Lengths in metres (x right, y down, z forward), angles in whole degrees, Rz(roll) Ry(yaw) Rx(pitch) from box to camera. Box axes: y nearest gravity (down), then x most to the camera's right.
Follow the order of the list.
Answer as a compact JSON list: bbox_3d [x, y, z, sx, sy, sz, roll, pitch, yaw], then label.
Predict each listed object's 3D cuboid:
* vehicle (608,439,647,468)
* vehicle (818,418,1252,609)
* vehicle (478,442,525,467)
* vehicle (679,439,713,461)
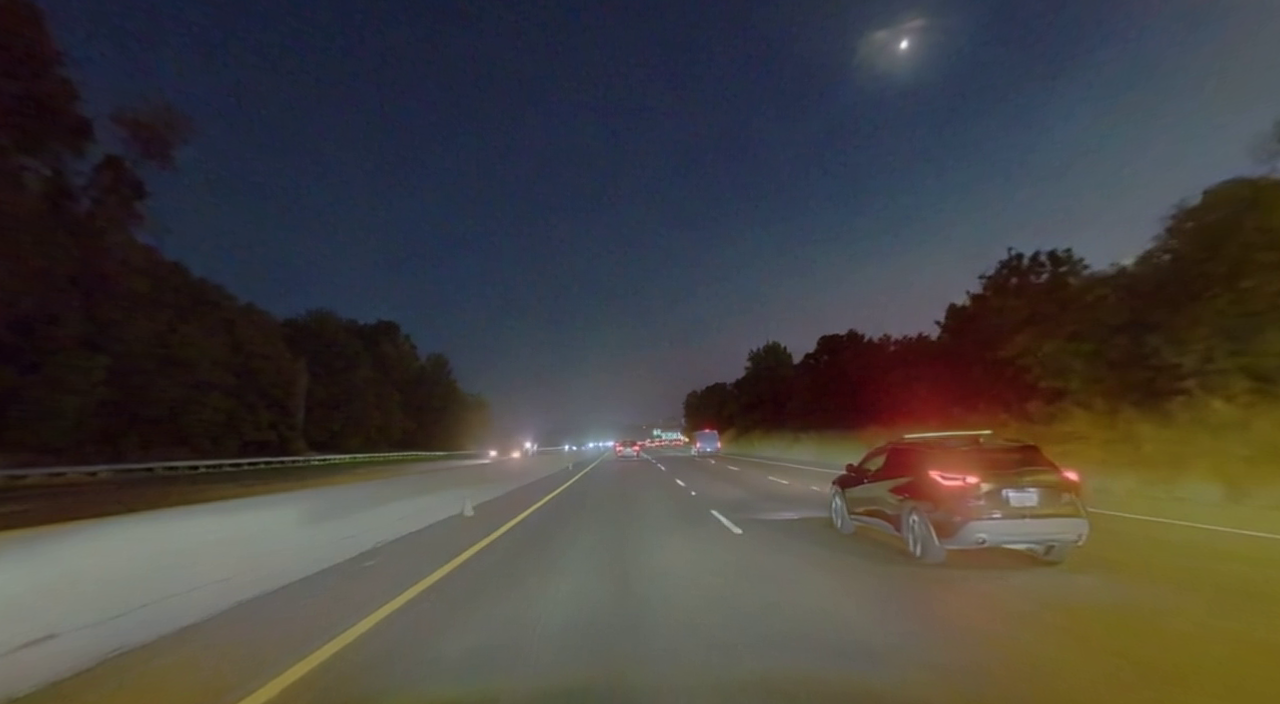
[{"bbox_3d":[-0.702,5.675,35.520,2.055,1.466,4.317,0,-8,-1],"label":"vehicle"},{"bbox_3d":[3.819,1.607,7.429,1.961,1.495,4.743,0,-8,-1],"label":"vehicle"},{"bbox_3d":[-8.849,6.590,40.726,2.017,1.504,4.505,0,-8,0],"label":"vehicle"},{"bbox_3d":[4.021,7.105,45.908,1.995,1.556,3.893,0,-8,-2],"label":"vehicle"}]
